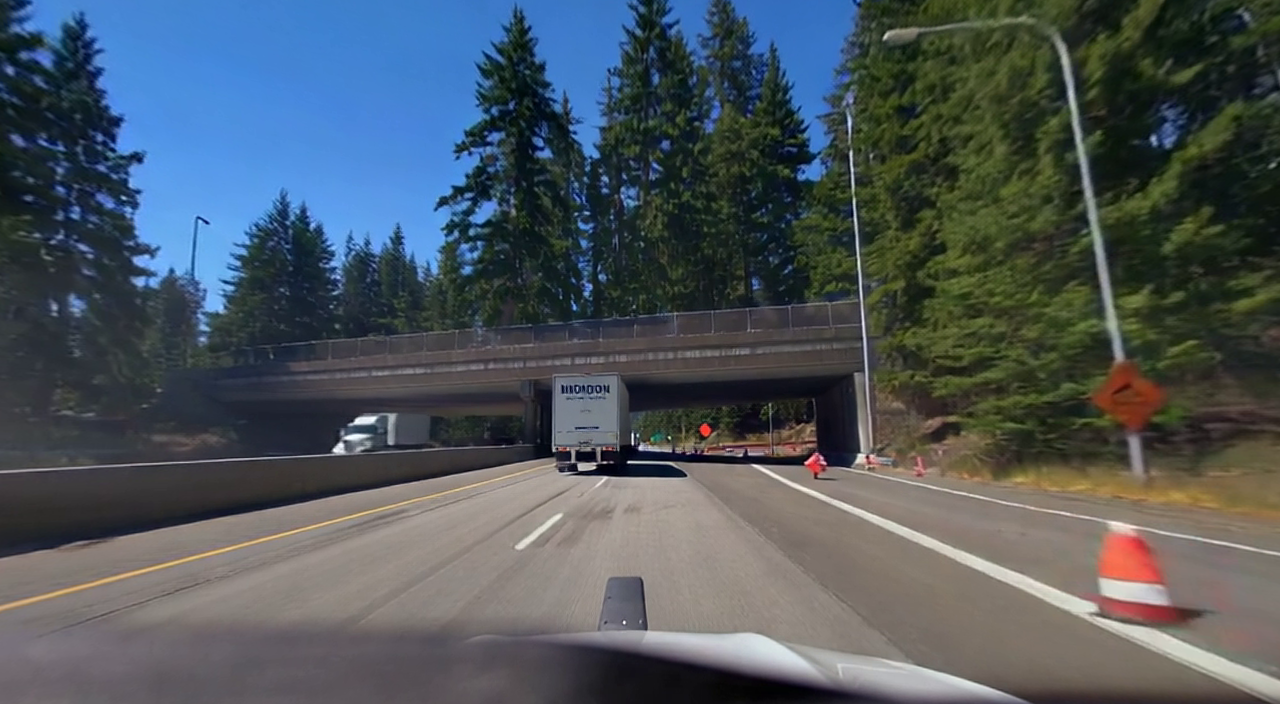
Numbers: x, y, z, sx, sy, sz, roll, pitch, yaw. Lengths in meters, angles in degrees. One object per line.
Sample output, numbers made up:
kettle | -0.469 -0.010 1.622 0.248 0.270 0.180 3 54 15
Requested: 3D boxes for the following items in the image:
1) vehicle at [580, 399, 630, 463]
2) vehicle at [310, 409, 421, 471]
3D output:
vehicle | -2.319 5.822 45.692 2.845 4.049 10.214 0 -8 1
vehicle | -16.655 5.468 39.123 2.971 3.438 8.346 0 -8 1
